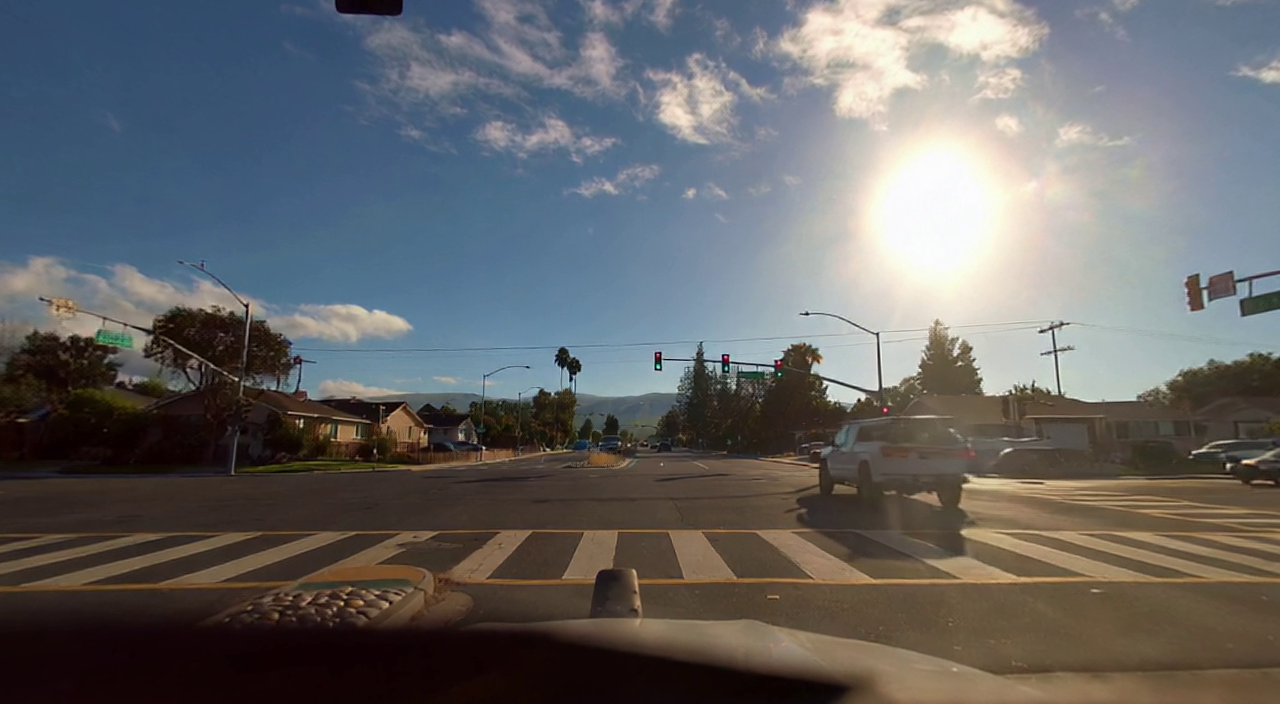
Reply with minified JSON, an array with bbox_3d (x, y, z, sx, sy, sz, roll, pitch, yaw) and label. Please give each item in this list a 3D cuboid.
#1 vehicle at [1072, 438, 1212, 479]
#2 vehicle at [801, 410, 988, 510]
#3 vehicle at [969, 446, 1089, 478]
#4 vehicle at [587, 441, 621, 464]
[{"bbox_3d":[23.529,4.988,29.732,4.807,1.835,2.033,0,-9,-1],"label":"vehicle"},{"bbox_3d":[5.989,2.654,15.933,2.273,2.042,5.717,0,-9,-1],"label":"vehicle"},{"bbox_3d":[19.767,5.605,32.230,4.874,1.544,1.779,0,-9,1],"label":"vehicle"},{"bbox_3d":[-2.357,6.715,42.290,2.045,1.484,3.991,0,-9,0],"label":"vehicle"}]
